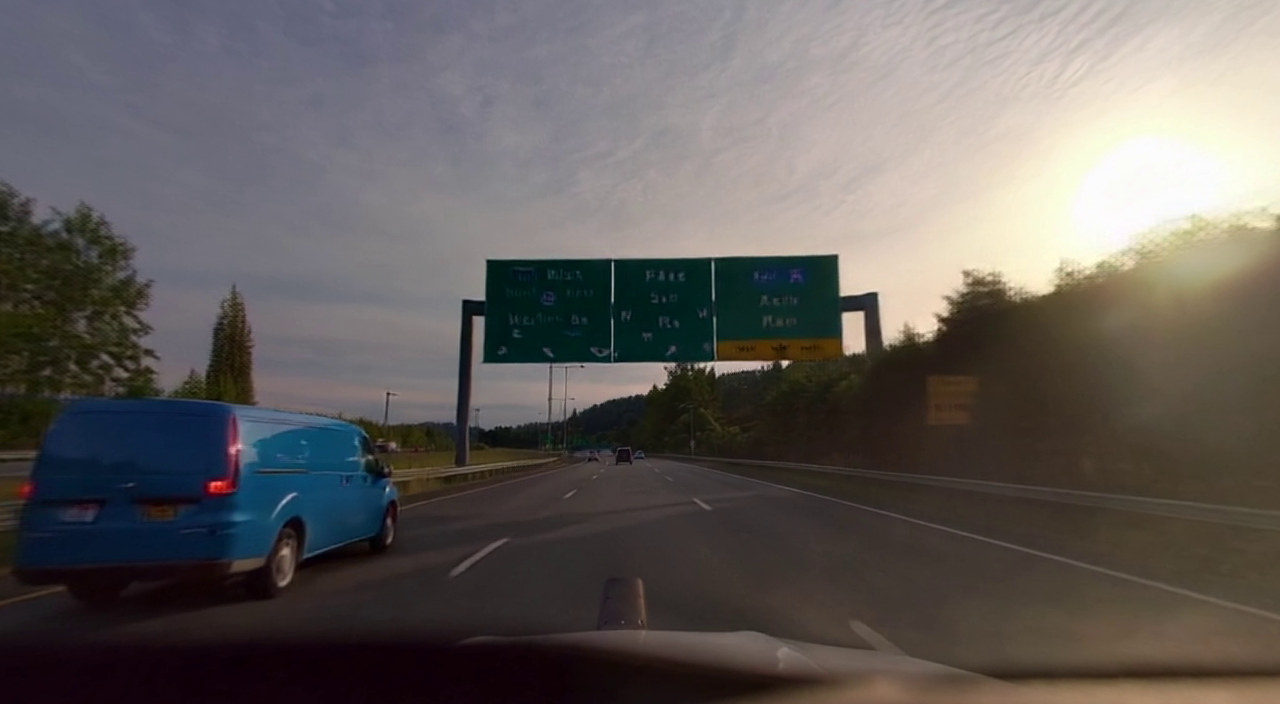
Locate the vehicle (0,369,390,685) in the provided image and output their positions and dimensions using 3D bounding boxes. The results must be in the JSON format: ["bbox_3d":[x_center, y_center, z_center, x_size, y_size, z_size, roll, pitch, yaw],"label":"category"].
[{"bbox_3d":[-4.181,1.325,5.839,1.971,1.795,4.389,0,-9,-1],"label":"vehicle"}]
